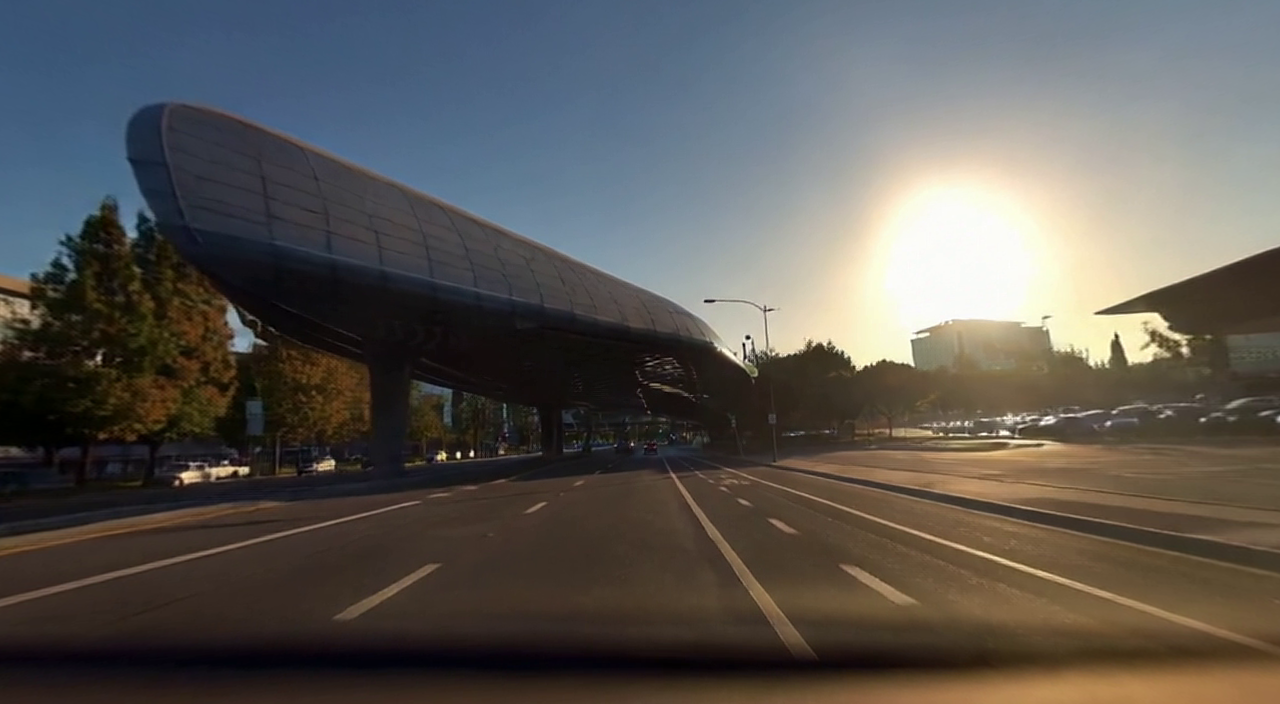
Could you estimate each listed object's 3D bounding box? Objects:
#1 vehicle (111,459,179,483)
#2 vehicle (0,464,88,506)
[{"bbox_3d":[-37.386,8.984,47.740,1.819,1.589,4.040,0,-8,1],"label":"vehicle"},{"bbox_3d":[-29.848,6.394,30.490,1.902,1.746,4.706,0,-8,1],"label":"vehicle"}]
